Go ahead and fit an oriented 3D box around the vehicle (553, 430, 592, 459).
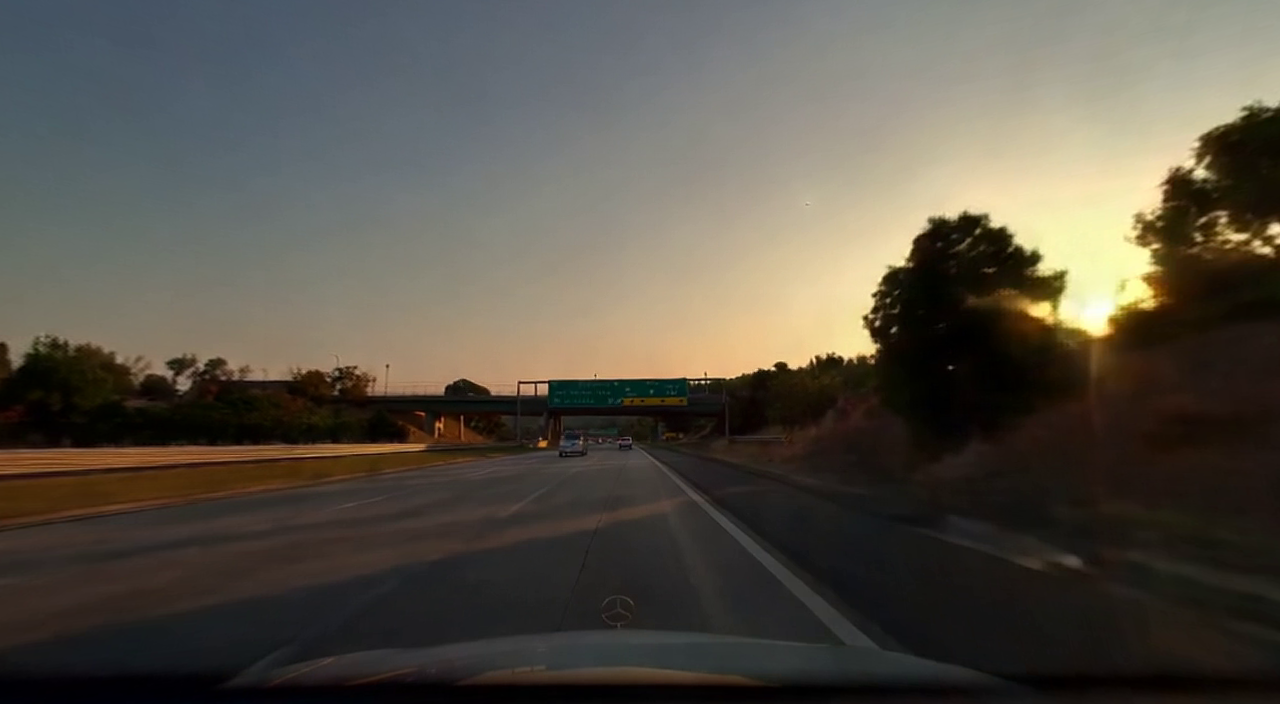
[{"bbox_3d":[-4.840,6.681,45.724,2.281,1.957,5.713,0,-8,-1],"label":"vehicle"}]
